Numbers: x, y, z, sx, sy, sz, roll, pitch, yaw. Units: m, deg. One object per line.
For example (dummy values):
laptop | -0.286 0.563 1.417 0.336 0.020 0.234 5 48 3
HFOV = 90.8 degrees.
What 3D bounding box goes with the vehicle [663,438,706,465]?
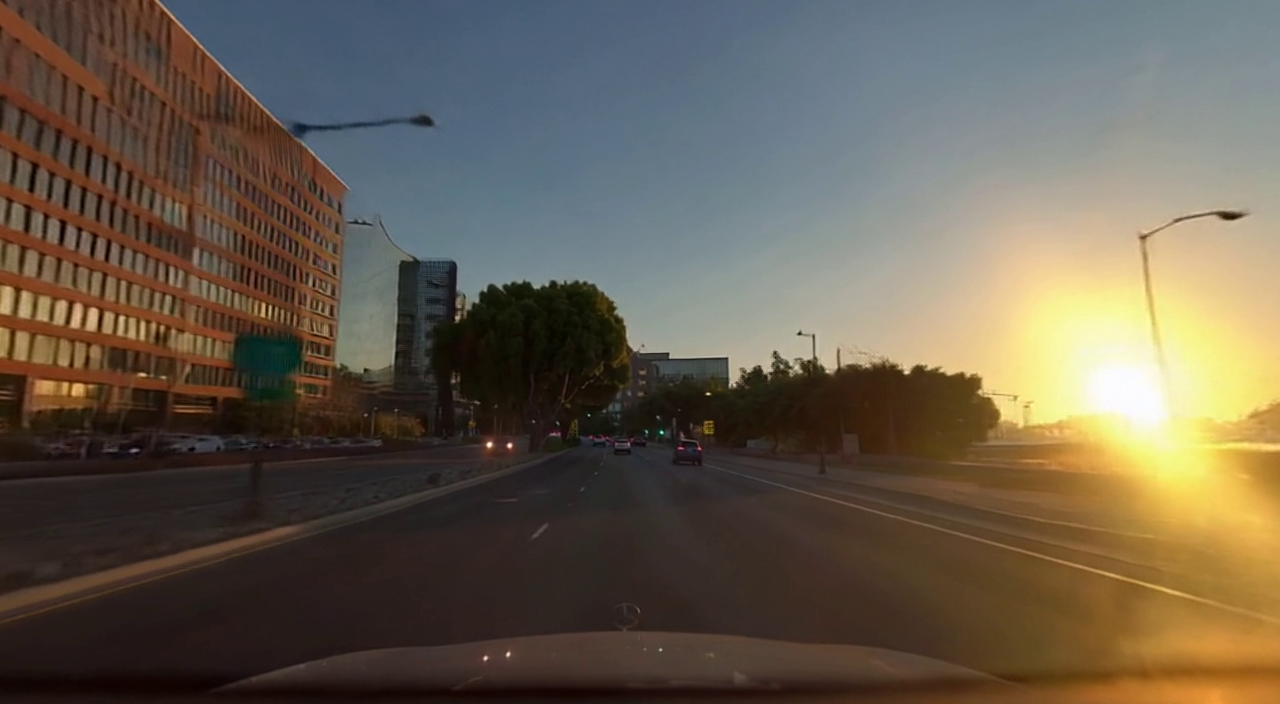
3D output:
vehicle | 2.644 6.025 38.500 2.090 1.506 4.382 0 -8 -3
